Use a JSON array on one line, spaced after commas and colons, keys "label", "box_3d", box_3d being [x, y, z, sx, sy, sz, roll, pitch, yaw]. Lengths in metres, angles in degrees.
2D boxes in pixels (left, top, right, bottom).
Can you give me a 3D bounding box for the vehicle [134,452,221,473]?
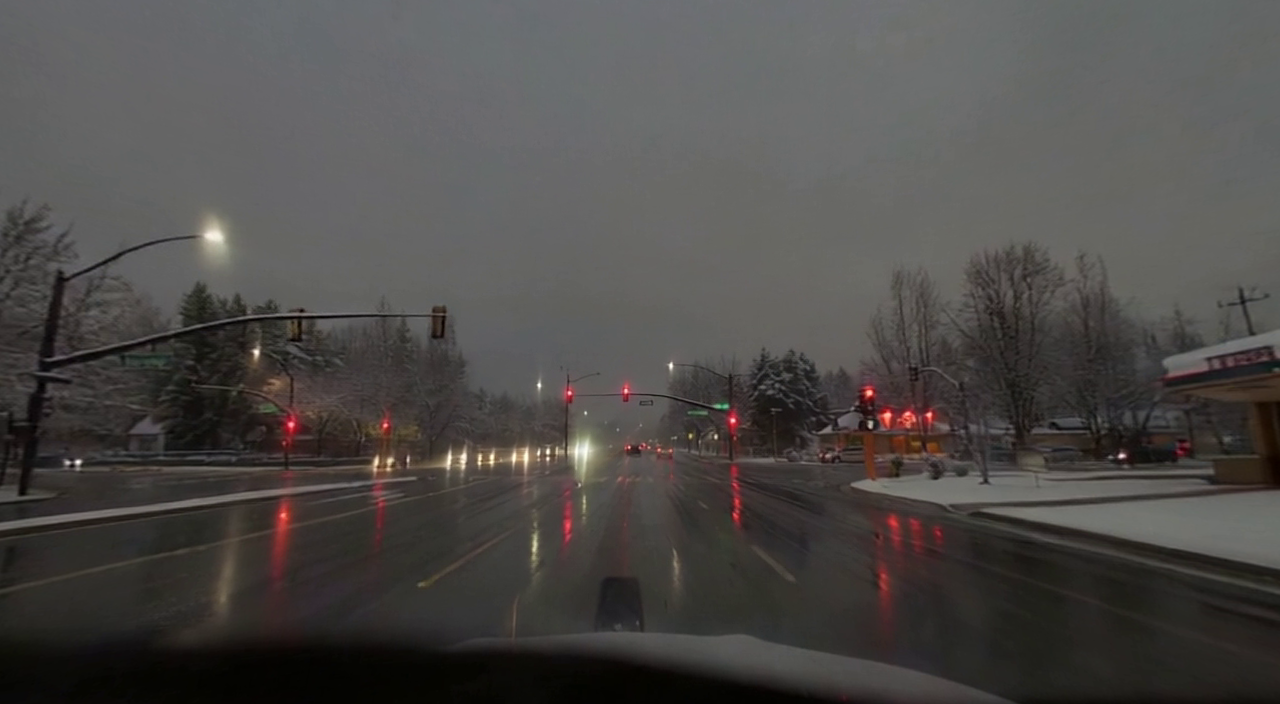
[{"label": "vehicle", "box_3d": [-33.380, 7.955, 45.674, 4.758, 1.462, 1.932, 0, -9, 2]}]
